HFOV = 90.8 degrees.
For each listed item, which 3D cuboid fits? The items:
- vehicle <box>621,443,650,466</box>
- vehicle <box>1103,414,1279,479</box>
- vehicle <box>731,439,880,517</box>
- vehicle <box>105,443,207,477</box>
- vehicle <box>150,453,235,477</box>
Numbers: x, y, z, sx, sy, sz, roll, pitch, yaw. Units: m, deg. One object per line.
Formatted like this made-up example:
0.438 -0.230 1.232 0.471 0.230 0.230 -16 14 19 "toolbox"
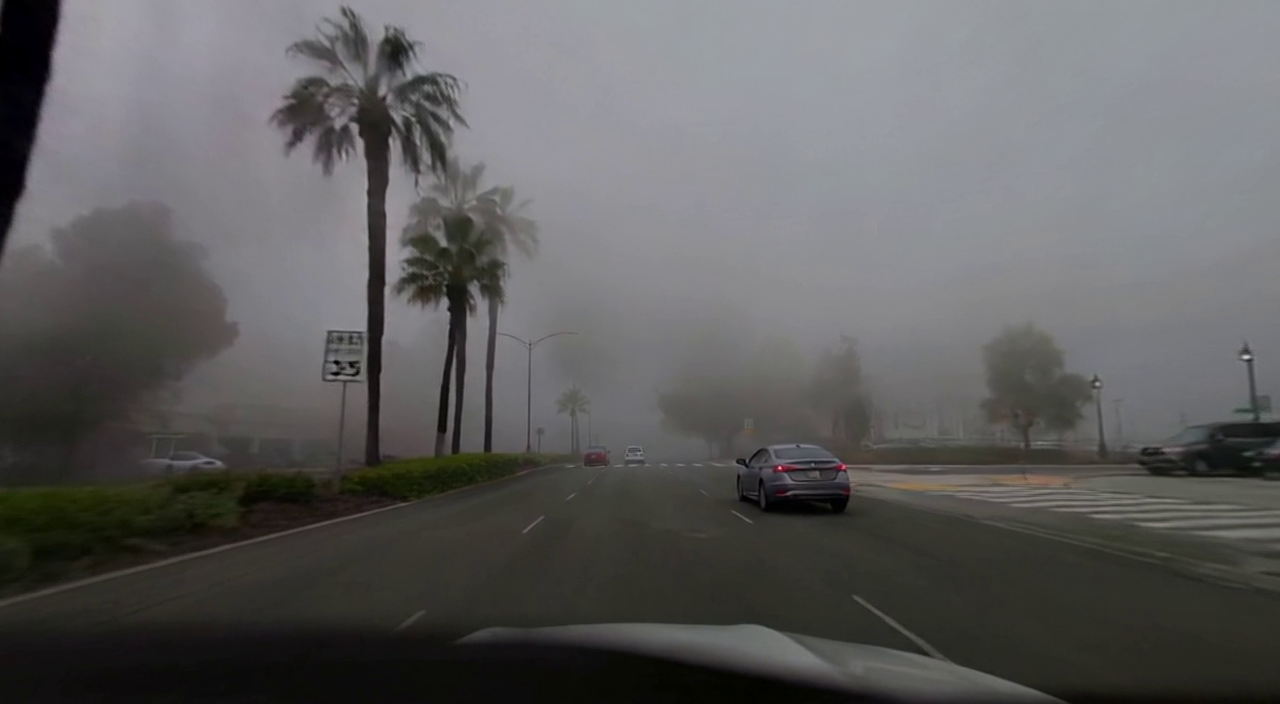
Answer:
-0.355 7.797 48.065 2.102 1.653 3.698 0 -9 -1 "vehicle"
18.507 3.122 20.706 4.719 1.803 2.339 -2 -12 -4 "vehicle"
3.588 2.811 14.724 2.090 1.503 4.566 0 -9 -2 "vehicle"
-31.972 7.132 42.057 2.210 2.068 5.774 0 -9 0 "vehicle"
-29.134 7.374 41.364 1.958 1.476 4.576 -2 -10 5 "vehicle"
